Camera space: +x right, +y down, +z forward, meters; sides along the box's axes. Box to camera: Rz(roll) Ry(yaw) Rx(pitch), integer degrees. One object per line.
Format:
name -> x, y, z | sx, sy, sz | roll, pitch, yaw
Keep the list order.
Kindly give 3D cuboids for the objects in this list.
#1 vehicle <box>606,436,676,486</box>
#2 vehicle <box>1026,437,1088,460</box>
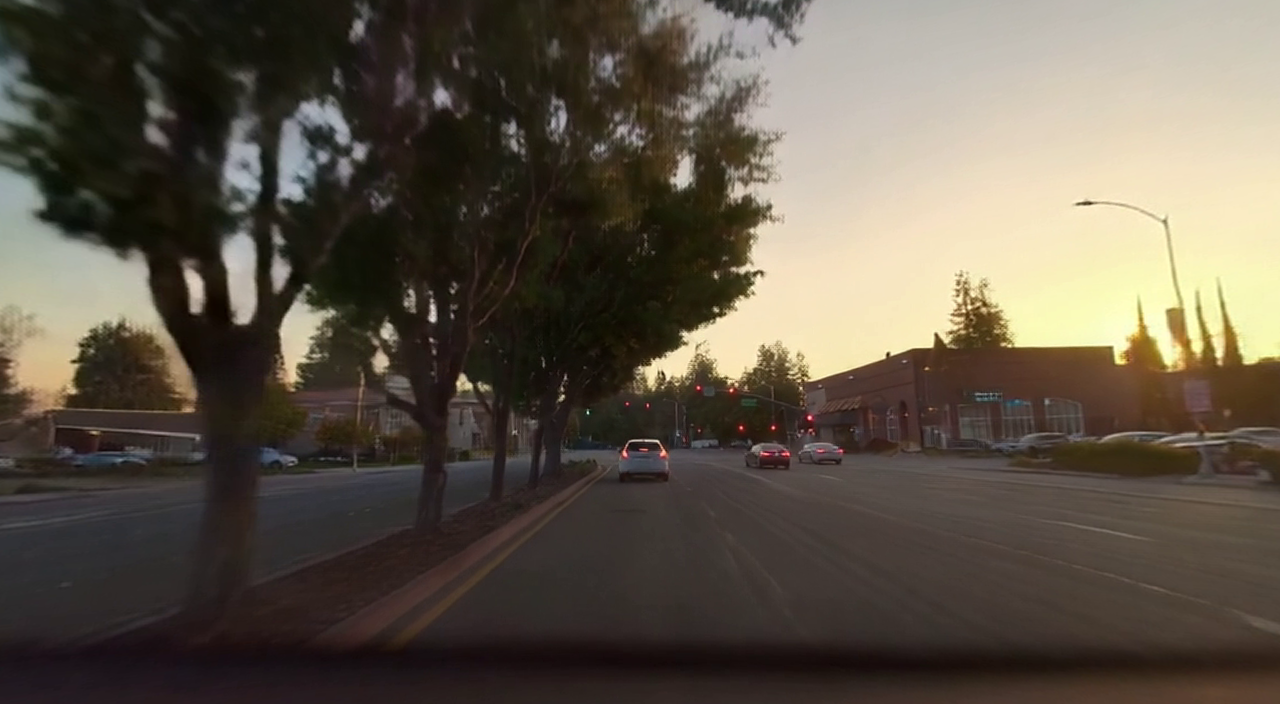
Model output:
vehicle -> 0.023, 3.526, 20.725 | 2.064, 1.477, 3.968 | 0, -9, 0
vehicle -> 32.009, 7.413, 48.621 | 1.873, 1.588, 4.133 | -2, -8, -1
